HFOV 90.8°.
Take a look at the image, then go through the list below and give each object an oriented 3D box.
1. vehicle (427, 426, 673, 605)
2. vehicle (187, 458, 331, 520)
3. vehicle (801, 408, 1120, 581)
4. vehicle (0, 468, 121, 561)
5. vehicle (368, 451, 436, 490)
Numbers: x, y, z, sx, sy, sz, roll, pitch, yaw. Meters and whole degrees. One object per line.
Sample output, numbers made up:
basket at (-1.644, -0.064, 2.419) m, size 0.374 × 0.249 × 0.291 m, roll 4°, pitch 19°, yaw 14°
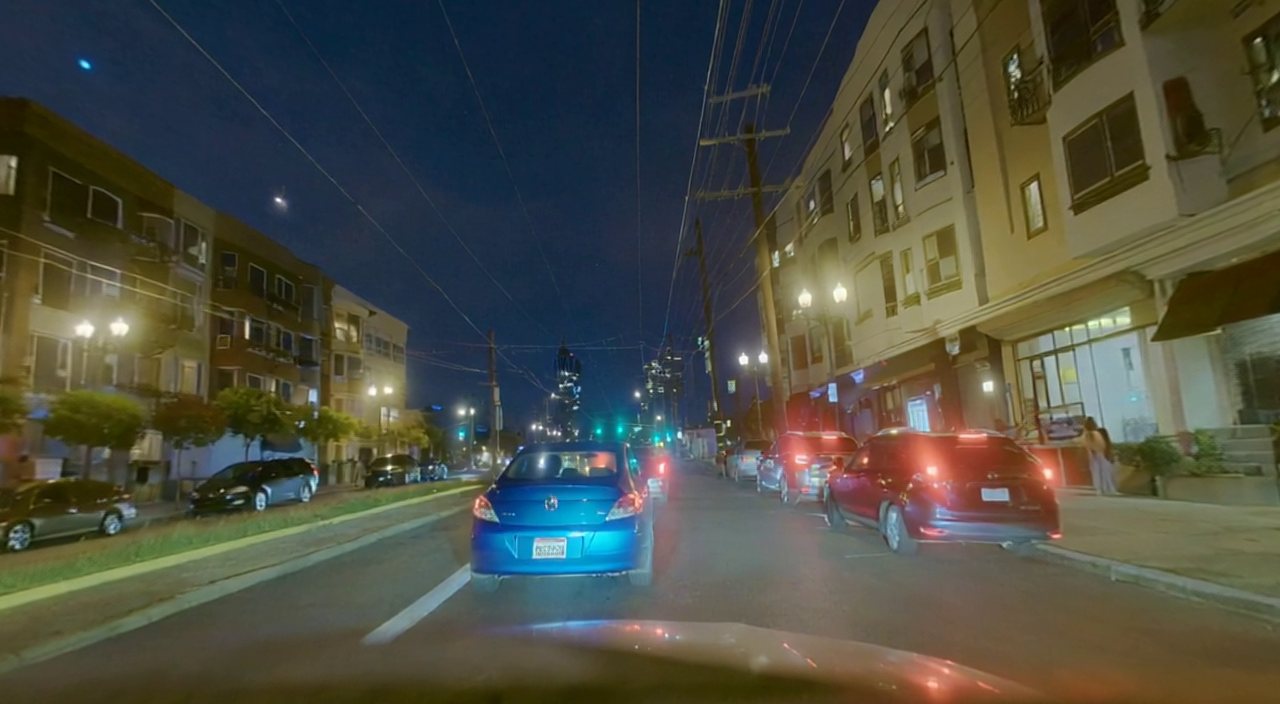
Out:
vehicle at (-0.722, 1.693, 7.561) m, size 2.019 × 1.453 × 4.603 m, roll 0°, pitch -8°, yaw 1°
vehicle at (-11.844, 4.238, 20.045) m, size 1.868 × 1.491 × 4.367 m, roll -4°, pitch -9°, yaw 0°
vehicle at (3.797, 1.756, 8.616) m, size 1.967 × 1.721 × 4.410 m, roll 0°, pitch -8°, yaw -1°
vehicle at (-11.926, 2.903, 11.009) m, size 1.850 × 1.487 × 4.711 m, roll -3°, pitch -8°, yaw -1°
vehicle at (-11.920, 5.918, 31.928) m, size 2.011 × 1.687 × 4.079 m, roll -3°, pitch -8°, yaw -2°
